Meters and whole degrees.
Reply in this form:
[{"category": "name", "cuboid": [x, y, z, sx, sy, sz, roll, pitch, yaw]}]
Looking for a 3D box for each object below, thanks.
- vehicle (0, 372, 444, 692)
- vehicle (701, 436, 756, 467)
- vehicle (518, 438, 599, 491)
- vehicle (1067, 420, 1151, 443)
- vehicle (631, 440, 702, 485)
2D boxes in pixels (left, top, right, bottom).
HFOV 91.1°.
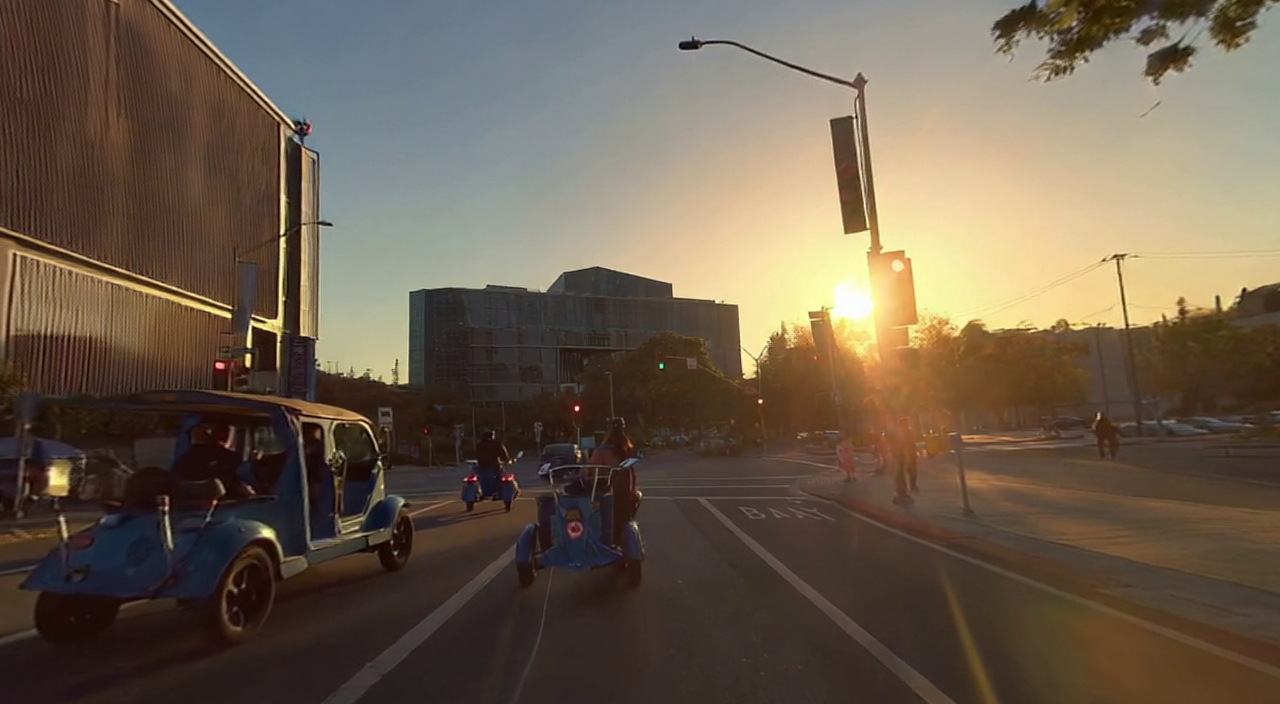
[{"category": "vehicle", "cuboid": [-3.575, 1.343, 5.853, 2.000, 1.809, 4.405, 0, -8, 1]}, {"category": "vehicle", "cuboid": [5.206, 5.754, 36.550, 2.082, 1.671, 3.992, -4, -9, 25]}, {"category": "vehicle", "cuboid": [-2.706, 3.849, 21.847, 1.935, 1.615, 4.073, -1, -8, 5]}, {"category": "vehicle", "cuboid": [30.696, 5.237, 41.171, 1.751, 1.420, 4.027, 8, -12, -42]}, {"category": "vehicle", "cuboid": [1.071, 3.944, 22.728, 2.025, 1.458, 4.085, -2, -9, 10]}]
